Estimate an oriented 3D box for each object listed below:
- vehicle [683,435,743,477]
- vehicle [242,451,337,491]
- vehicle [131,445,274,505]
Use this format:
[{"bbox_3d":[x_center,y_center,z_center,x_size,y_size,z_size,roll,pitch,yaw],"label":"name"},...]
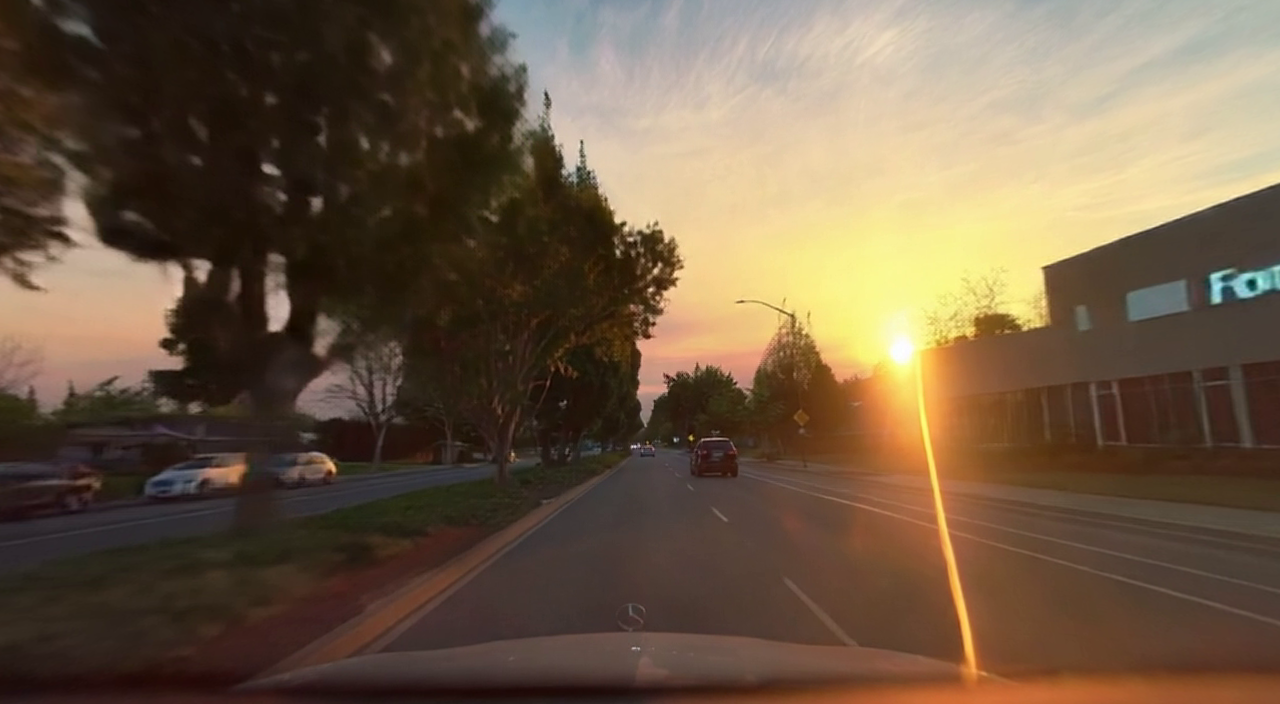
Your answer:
[{"bbox_3d":[3.214,4.693,28.687,2.143,1.759,4.378,0,-8,0],"label":"vehicle"},{"bbox_3d":[-16.447,5.569,29.853,1.980,1.695,4.350,0,-8,0],"label":"vehicle"},{"bbox_3d":[-16.489,4.598,24.186,2.005,2.034,4.904,0,-8,-1],"label":"vehicle"}]
